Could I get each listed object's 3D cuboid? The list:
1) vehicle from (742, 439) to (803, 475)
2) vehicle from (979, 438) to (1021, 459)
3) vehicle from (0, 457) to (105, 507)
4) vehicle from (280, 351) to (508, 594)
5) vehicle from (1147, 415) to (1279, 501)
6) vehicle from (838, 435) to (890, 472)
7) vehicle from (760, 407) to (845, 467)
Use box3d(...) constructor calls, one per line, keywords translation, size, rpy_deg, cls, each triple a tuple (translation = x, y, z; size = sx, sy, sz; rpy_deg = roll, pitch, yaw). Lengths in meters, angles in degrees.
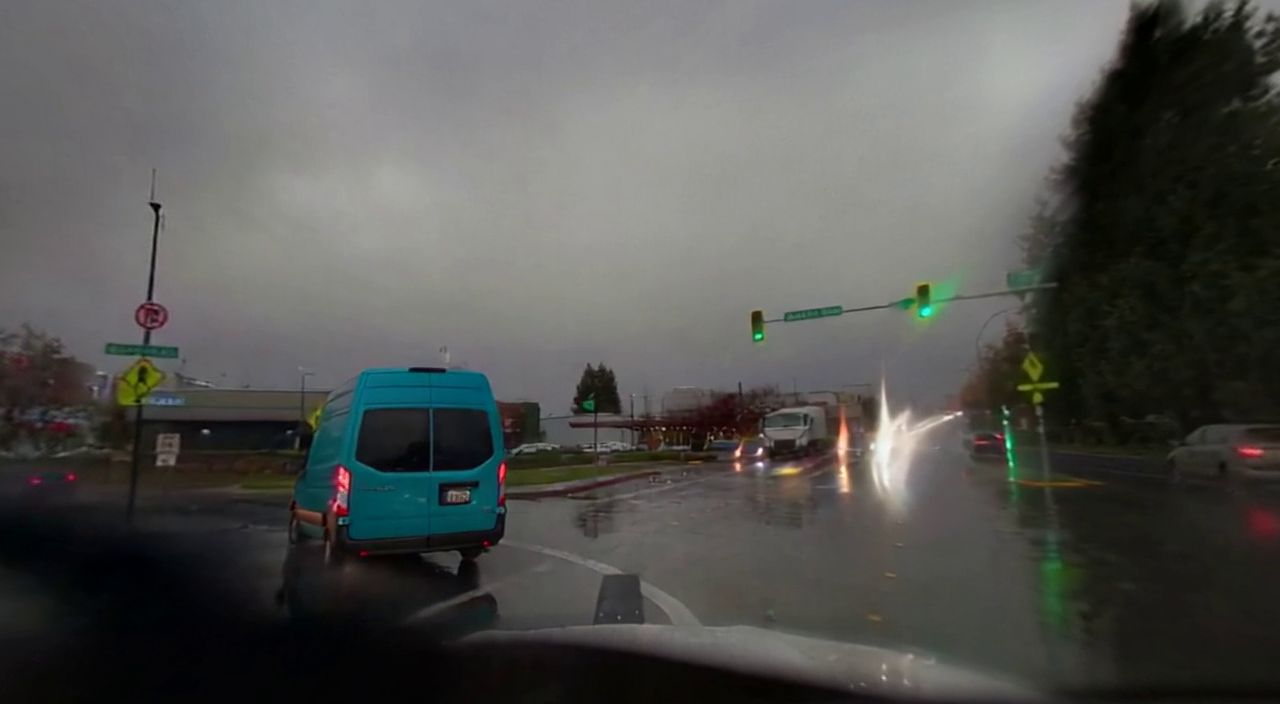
box3d(translation=(6.527, 5.089, 30.585), size=(2.017, 1.599, 4.436), rpy_deg=(-5, -10, 22), cls="vehicle")
box3d(translation=(27.940, 7.494, 48.752), size=(2.144, 1.473, 4.250), rpy_deg=(-4, -9, 21), cls="vehicle")
box3d(translation=(-21.198, 4.464, 21.812), size=(4.457, 1.533, 1.933), rpy_deg=(-4, -10, 22), cls="vehicle")
box3d(translation=(-4.130, 1.769, 9.919), size=(2.432, 2.624, 5.670), rpy_deg=(4, -10, -28), cls="vehicle")
box3d(translation=(13.957, 2.401, 14.445), size=(2.158, 1.696, 4.417), rpy_deg=(-4, -10, 21), cls="vehicle")
box3d(translation=(10.661, 4.801, 29.663), size=(1.948, 1.613, 3.879), rpy_deg=(-5, -10, 23), cls="vehicle")
box3d(translation=(11.184, 5.818, 41.722), size=(3.158, 3.294, 13.584), rpy_deg=(-5, -10, 23), cls="vehicle")
